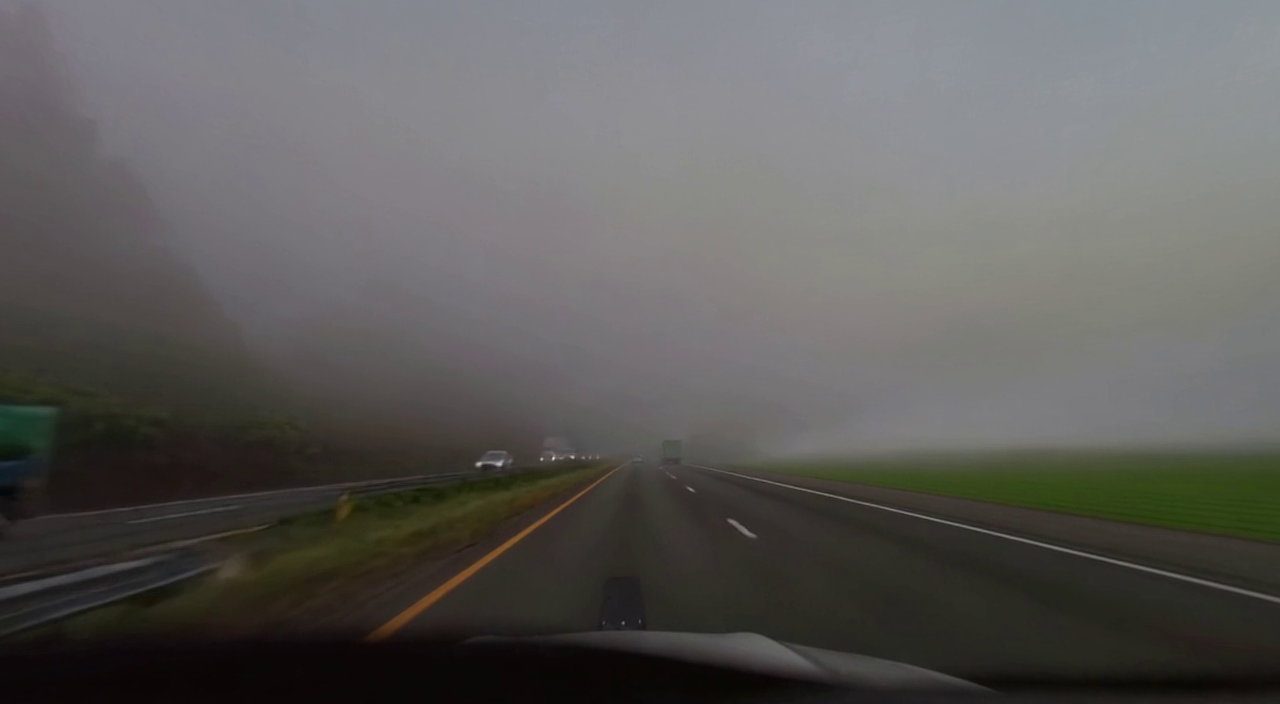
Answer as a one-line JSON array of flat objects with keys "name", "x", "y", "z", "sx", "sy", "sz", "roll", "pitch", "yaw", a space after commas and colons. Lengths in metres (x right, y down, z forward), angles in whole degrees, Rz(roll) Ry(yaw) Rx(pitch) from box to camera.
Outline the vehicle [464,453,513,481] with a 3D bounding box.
[{"name": "vehicle", "x": -8.757, "y": 6.657, "z": 36.741, "sx": 1.858, "sy": 1.512, "sz": 4.033, "roll": 0, "pitch": -9, "yaw": 0}]
